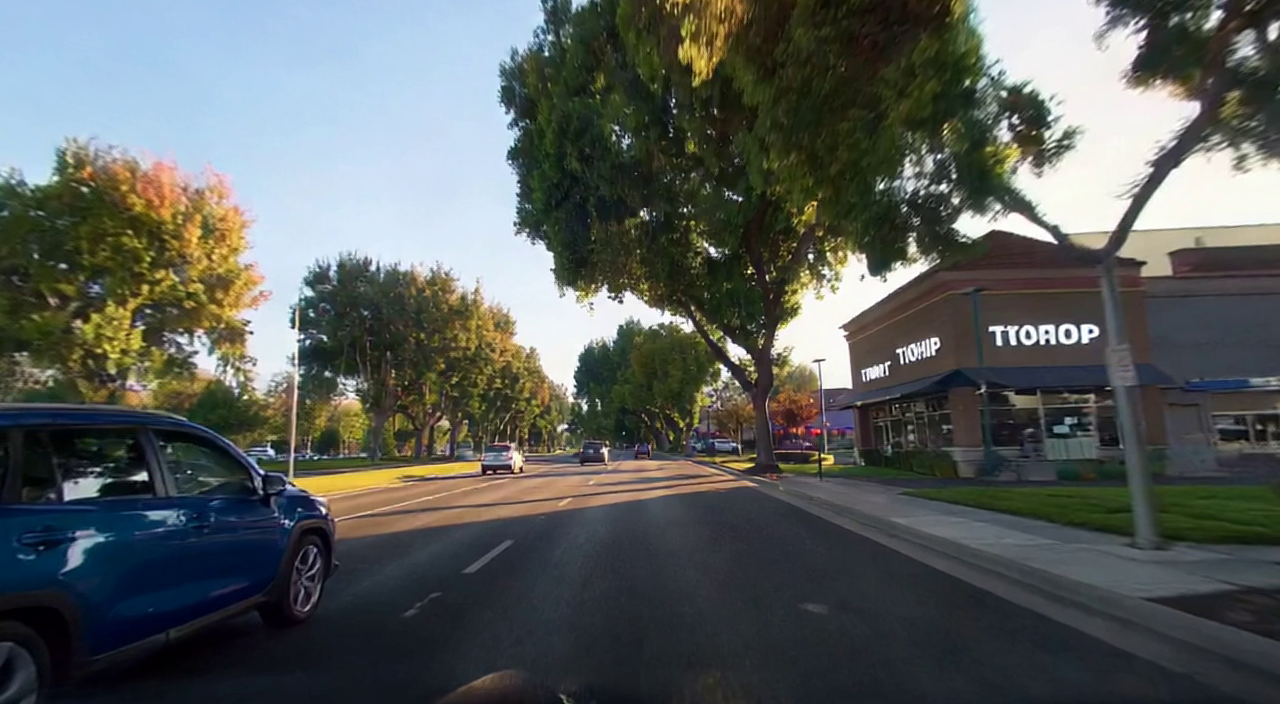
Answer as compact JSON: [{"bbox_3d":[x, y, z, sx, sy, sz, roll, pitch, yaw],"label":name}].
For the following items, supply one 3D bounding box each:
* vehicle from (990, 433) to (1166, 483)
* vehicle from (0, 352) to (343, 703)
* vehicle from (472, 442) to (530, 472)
[{"bbox_3d":[15.497,3.752,22.480,4.806,1.664,2.050,0,-8,-4],"label":"vehicle"},{"bbox_3d":[-3.474,0.909,2.876,2.127,1.654,4.121,0,-8,1],"label":"vehicle"},{"bbox_3d":[-7.279,5.529,33.427,1.990,1.483,4.410,0,-8,1],"label":"vehicle"}]
